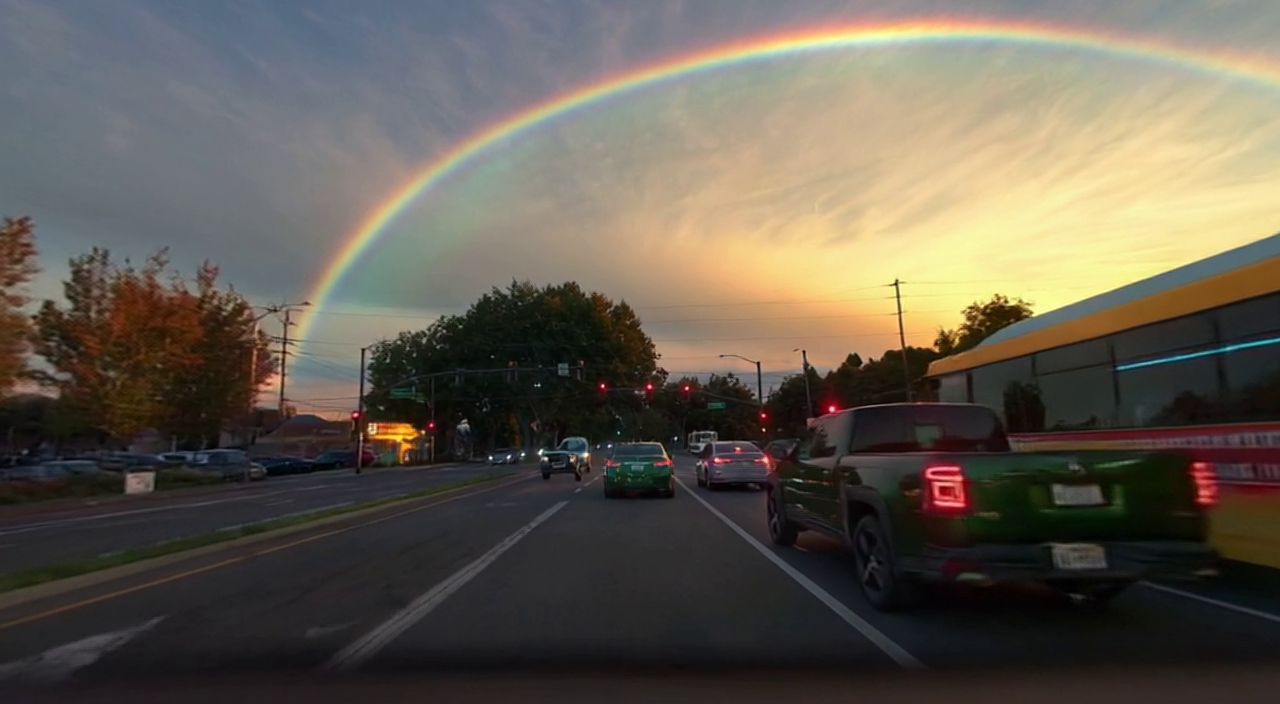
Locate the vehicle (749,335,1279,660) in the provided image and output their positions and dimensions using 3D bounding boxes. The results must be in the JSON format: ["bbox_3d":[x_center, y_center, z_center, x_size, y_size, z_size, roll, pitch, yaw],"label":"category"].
[{"bbox_3d":[3.003,1.304,6.841,2.490,1.951,5.931,0,-9,-1],"label":"vehicle"}]

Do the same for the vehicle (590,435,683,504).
[{"bbox_3d":[-0.106,2.923,16.143,2.071,1.525,3.723,0,-9,-1],"label":"vehicle"}]

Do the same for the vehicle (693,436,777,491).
[{"bbox_3d":[2.839,3.446,19.900,1.922,1.508,4.330,0,-9,-1],"label":"vehicle"}]

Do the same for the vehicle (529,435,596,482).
[{"bbox_3d":[-3.042,4.297,25.775,2.180,1.708,4.397,0,-9,0],"label":"vehicle"}]

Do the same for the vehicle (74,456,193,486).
[{"bbox_3d":[-27.744,6.513,34.830,4.800,1.461,1.831,5,-10,-31],"label":"vehicle"}]
